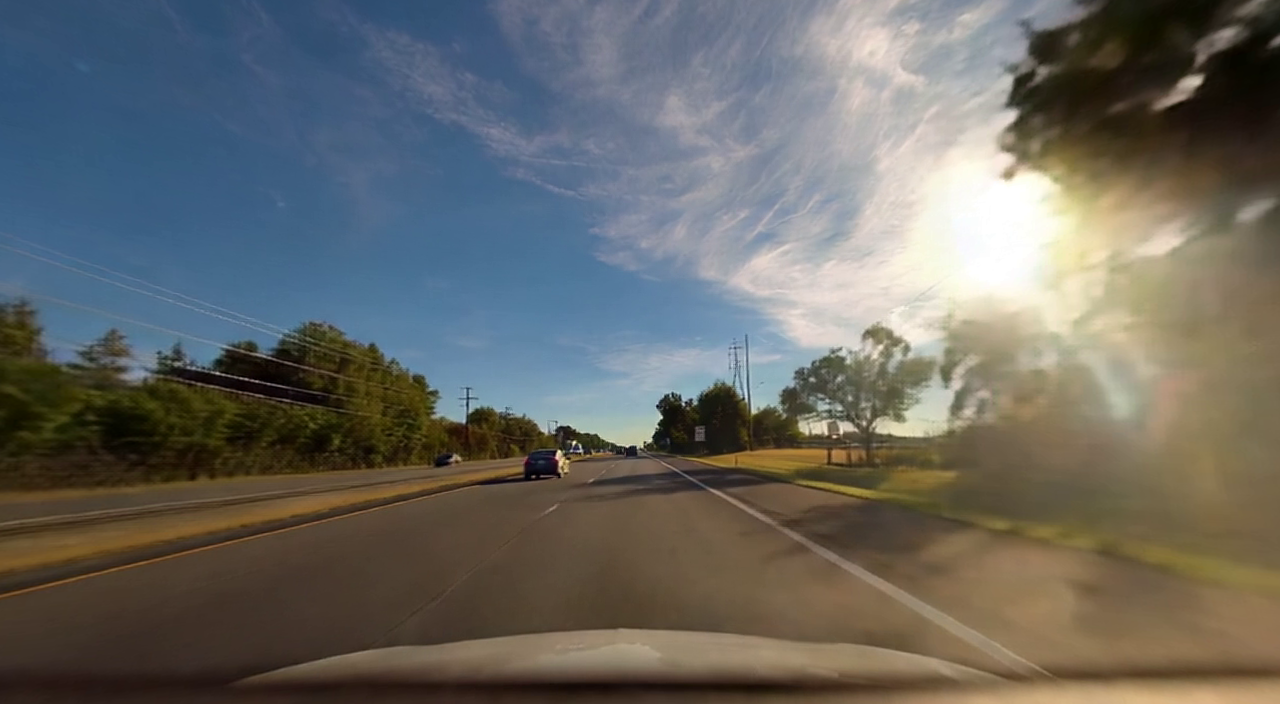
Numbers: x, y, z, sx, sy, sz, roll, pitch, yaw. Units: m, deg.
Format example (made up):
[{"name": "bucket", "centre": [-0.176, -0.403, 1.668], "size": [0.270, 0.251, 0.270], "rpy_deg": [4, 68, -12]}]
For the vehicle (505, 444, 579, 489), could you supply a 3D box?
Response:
[{"name": "vehicle", "centre": [-3.656, 4.361, 24.185], "size": [2.123, 1.545, 4.404], "rpy_deg": [0, -9, 0]}]
